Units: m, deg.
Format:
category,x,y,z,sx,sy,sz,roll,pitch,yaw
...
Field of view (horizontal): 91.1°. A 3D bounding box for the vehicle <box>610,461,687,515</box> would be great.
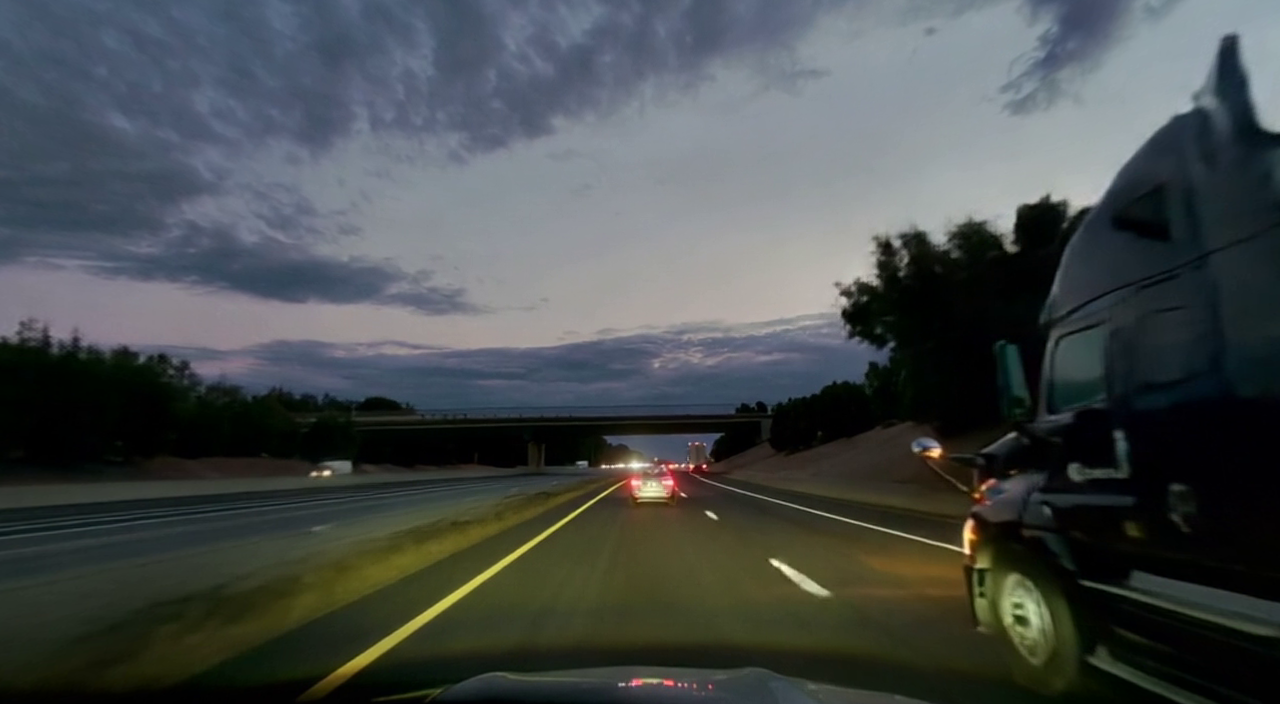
category,x,y,z,sx,sy,sz,roll,pitch,yaw
vehicle,0.243,4.152,19.421,2.156,1.444,3.762,1,-10,0
